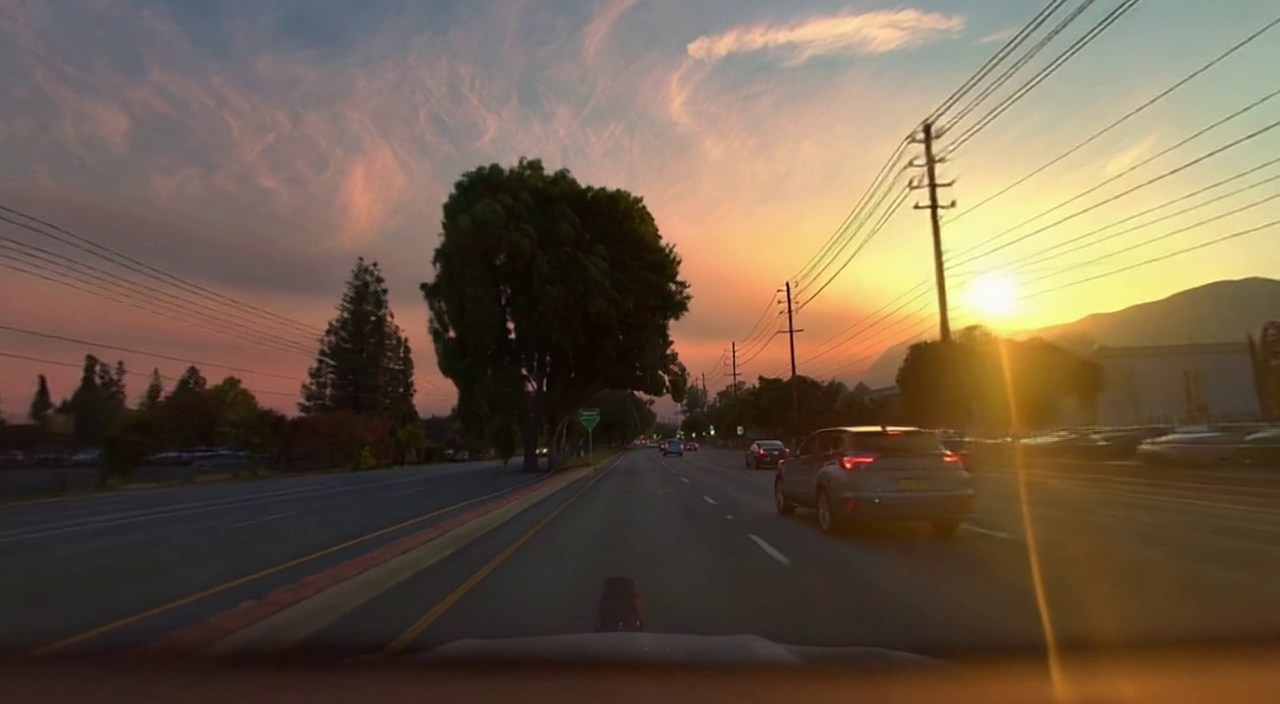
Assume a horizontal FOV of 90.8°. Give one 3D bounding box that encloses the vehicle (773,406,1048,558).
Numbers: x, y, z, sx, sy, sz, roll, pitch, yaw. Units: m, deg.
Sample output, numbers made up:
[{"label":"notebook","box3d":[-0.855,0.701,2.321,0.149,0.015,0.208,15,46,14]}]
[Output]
[{"label":"vehicle","box3d":[3.445,1.739,9.119,2.078,1.668,4.078,0,-8,-1]}]
